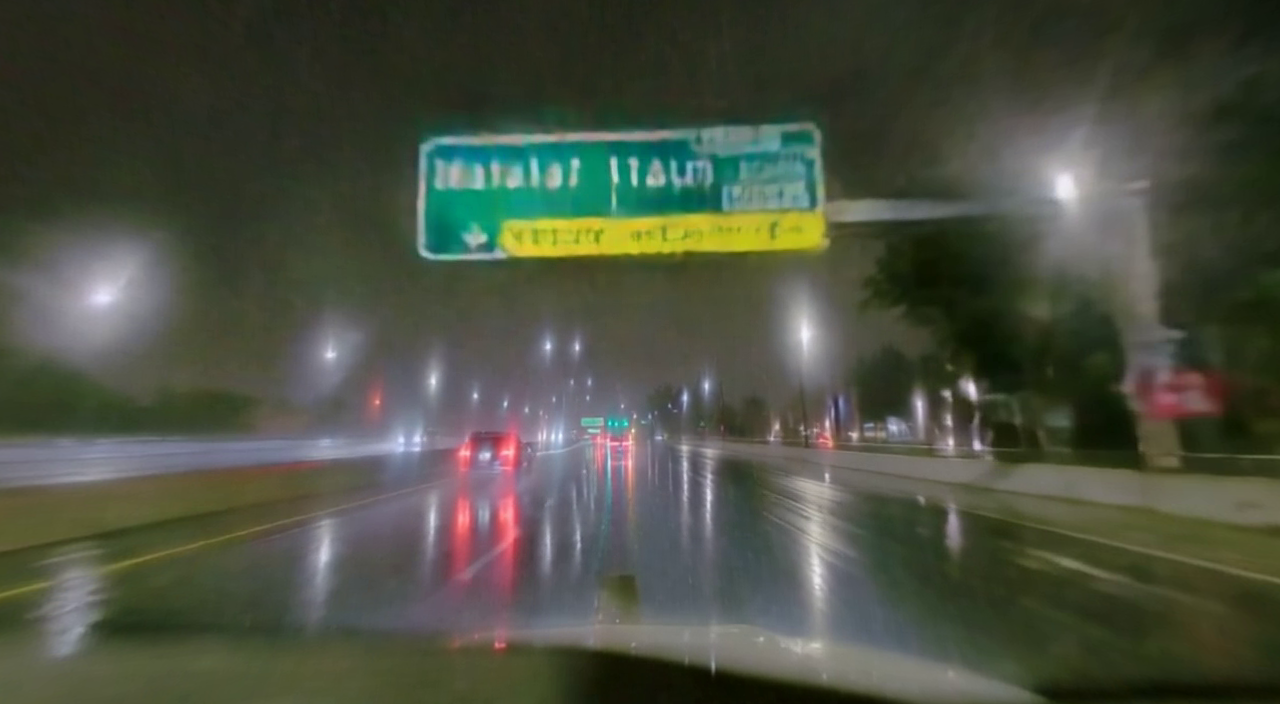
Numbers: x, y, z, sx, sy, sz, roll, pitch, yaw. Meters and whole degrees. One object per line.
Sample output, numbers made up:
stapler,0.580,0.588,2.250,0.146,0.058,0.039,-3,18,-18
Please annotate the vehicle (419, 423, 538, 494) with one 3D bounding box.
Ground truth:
vehicle,-4.020,2.710,16.480,2.062,1.591,4.156,0,-8,-1
